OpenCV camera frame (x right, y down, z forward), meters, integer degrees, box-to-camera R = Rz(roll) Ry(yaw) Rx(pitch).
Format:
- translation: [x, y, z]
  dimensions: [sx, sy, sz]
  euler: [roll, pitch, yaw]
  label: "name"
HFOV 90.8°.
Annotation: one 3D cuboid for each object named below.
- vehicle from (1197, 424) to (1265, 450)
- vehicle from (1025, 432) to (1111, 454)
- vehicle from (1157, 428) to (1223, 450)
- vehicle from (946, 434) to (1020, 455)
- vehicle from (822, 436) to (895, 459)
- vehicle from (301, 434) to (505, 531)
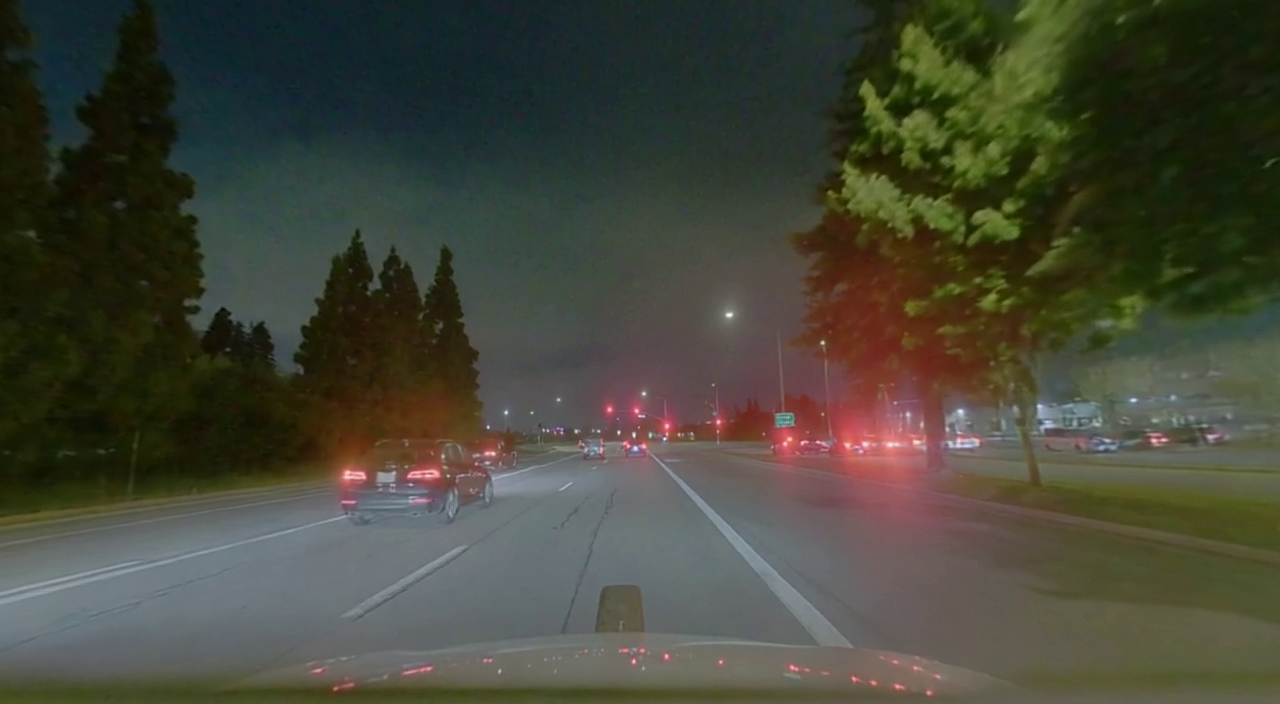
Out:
- translation: [40.008, 5.761, 42.731]
  dimensions: [4.191, 1.660, 2.091]
  euler: [5, -10, -30]
  label: "vehicle"
- translation: [29.526, 6.319, 43.753]
  dimensions: [4.650, 1.445, 1.982]
  euler: [-5, -10, 28]
  label: "vehicle"
- translation: [40.226, 6.349, 46.176]
  dimensions: [3.959, 1.533, 1.964]
  euler: [4, -9, -23]
  label: "vehicle"
- translation: [24.972, 6.753, 46.181]
  dimensions: [4.528, 1.450, 1.889]
  euler: [-4, -9, 25]
  label: "vehicle"
- translation: [14.735, 6.403, 42.550]
  dimensions: [4.505, 1.472, 2.020]
  euler: [4, -9, -27]
  label: "vehicle"
- translation: [-4.170, 2.357, 12.110]
  dimensions: [1.920, 1.480, 4.549]
  euler: [-1, -8, 3]
  label: "vehicle"
